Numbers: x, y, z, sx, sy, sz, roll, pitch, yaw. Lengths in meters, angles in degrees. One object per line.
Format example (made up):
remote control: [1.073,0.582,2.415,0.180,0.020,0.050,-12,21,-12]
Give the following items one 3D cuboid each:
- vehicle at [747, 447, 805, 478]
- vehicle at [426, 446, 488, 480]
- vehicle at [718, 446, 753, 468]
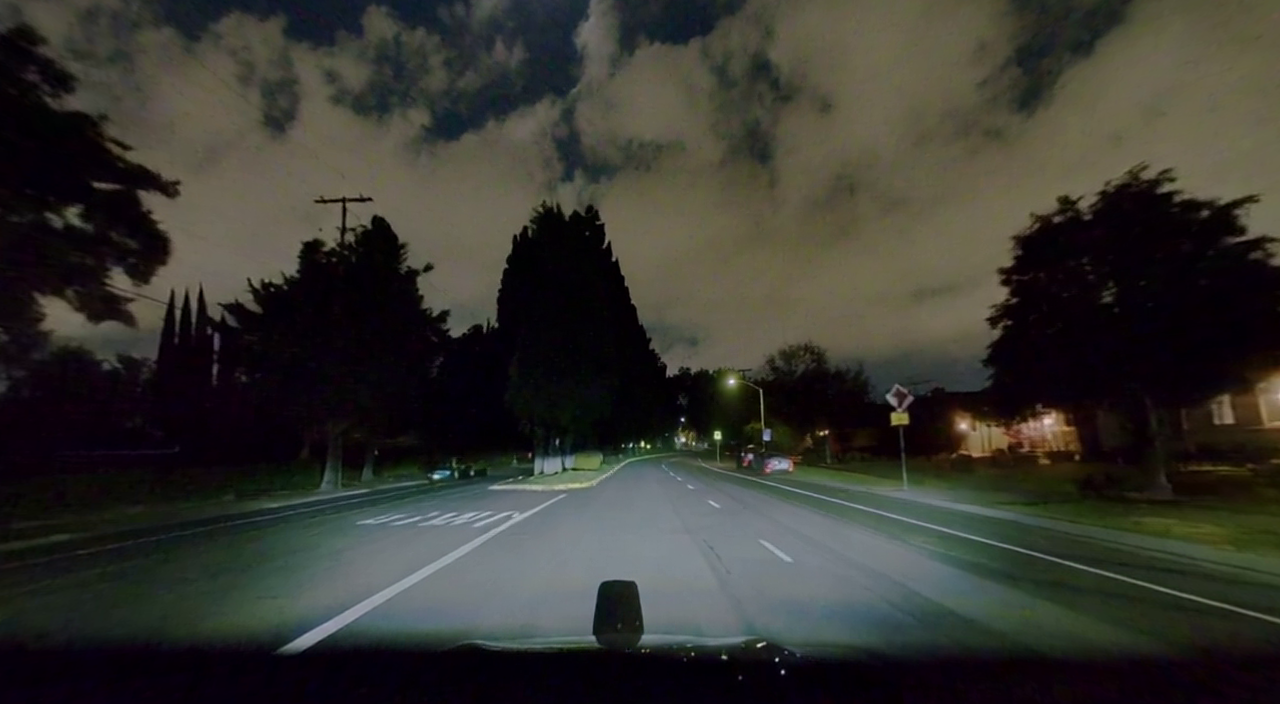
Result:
vehicle: [6.833,5.587,32.231,1.946,1.404,4.609,0,-8,0]
vehicle: [-10.709,6.536,37.414,2.095,1.815,4.726,-1,-8,3]
vehicle: [7.006,7.718,46.630,1.928,1.476,4.383,0,-8,1]
